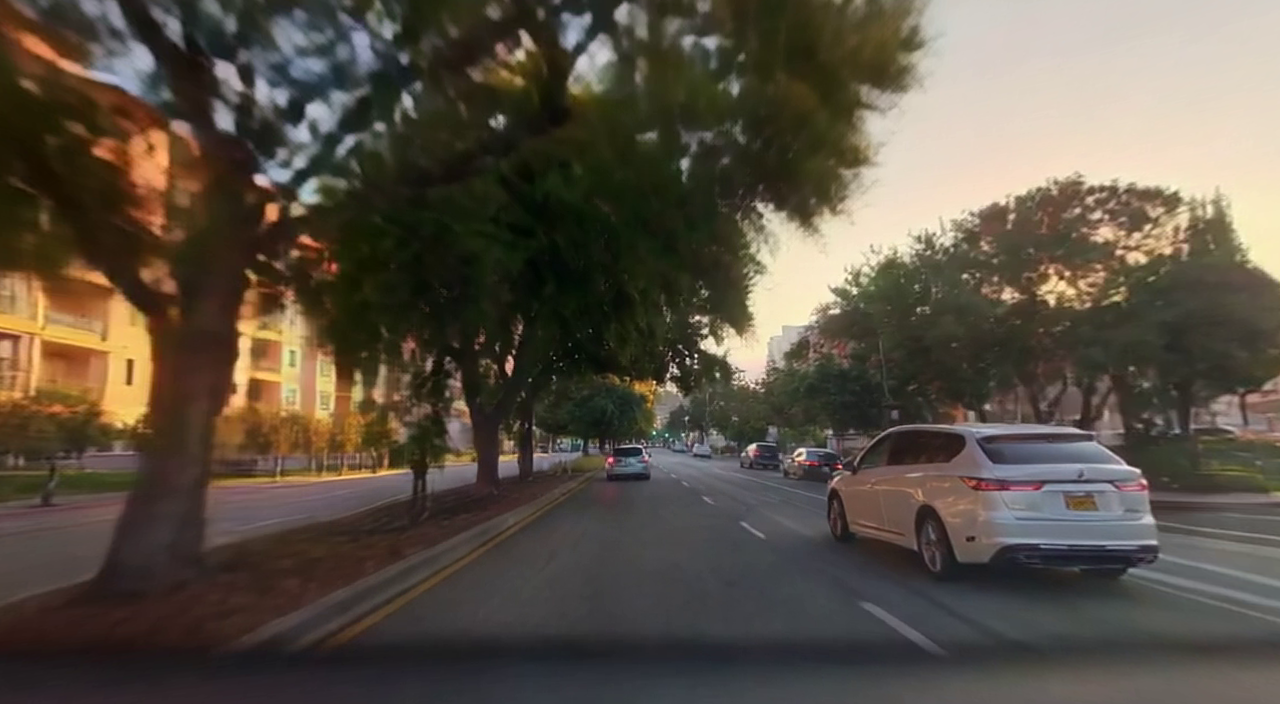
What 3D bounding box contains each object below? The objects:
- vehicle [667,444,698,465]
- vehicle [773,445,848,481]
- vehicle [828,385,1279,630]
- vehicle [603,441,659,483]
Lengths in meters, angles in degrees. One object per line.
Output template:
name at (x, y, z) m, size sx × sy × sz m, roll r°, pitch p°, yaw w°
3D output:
vehicle at (3.155, 7.755, 47.971) m, size 1.910 × 1.474 × 4.003 m, roll 0°, pitch -9°, yaw -3°
vehicle at (7.505, 4.913, 28.284) m, size 1.962 × 1.484 × 4.644 m, roll 0°, pitch -9°, yaw -2°
vehicle at (3.614, 1.402, 6.579) m, size 1.949 × 1.723 × 4.020 m, roll 0°, pitch -9°, yaw -1°
vehicle at (-0.326, 4.214, 24.491) m, size 2.006 × 1.487 × 3.535 m, roll 0°, pitch -9°, yaw 0°
